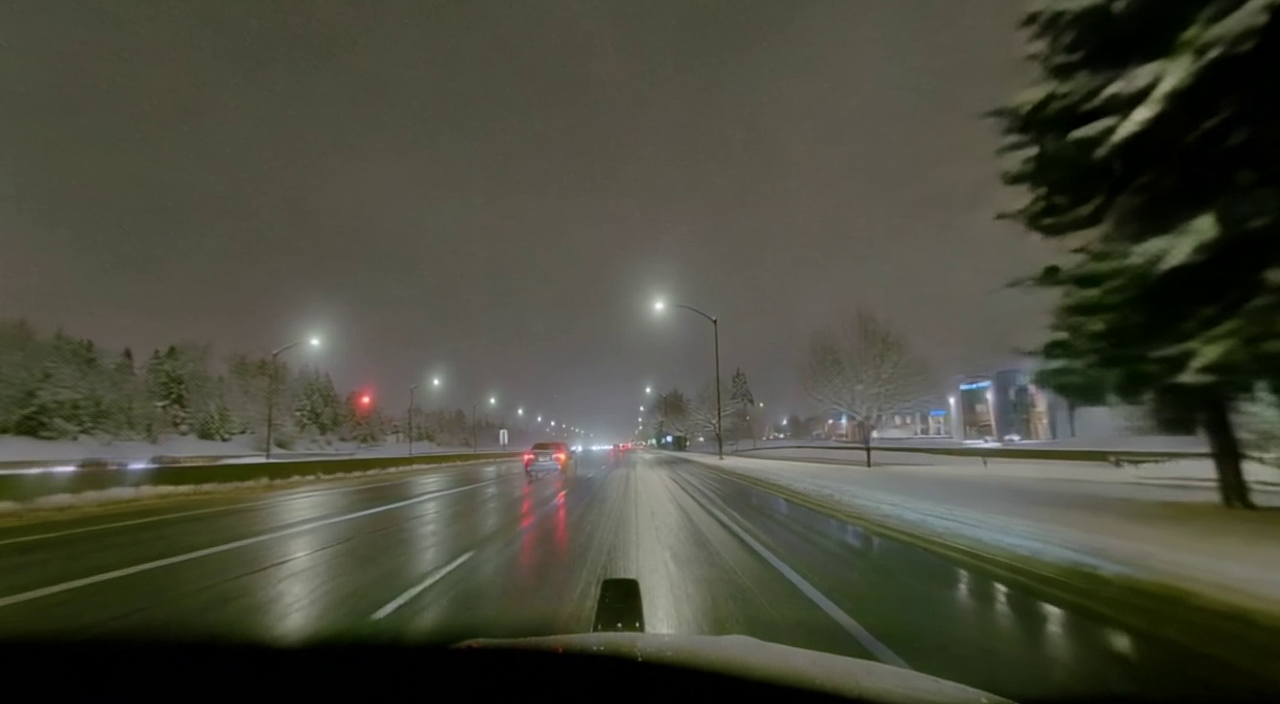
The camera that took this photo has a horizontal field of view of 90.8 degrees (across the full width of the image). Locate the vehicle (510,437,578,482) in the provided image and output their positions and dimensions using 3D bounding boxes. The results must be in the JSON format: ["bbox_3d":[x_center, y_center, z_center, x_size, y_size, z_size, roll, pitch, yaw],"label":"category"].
[{"bbox_3d":[-4.010,4.578,27.290,2.150,1.761,4.697,0,-8,1],"label":"vehicle"}]

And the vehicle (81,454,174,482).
[{"bbox_3d":[-31.986,7.240,39.649,1.907,1.524,4.657,0,-8,1],"label":"vehicle"}]

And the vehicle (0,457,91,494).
[{"bbox_3d":[-28.220,5.635,29.130,1.811,1.474,4.446,0,-8,0],"label":"vehicle"}]
